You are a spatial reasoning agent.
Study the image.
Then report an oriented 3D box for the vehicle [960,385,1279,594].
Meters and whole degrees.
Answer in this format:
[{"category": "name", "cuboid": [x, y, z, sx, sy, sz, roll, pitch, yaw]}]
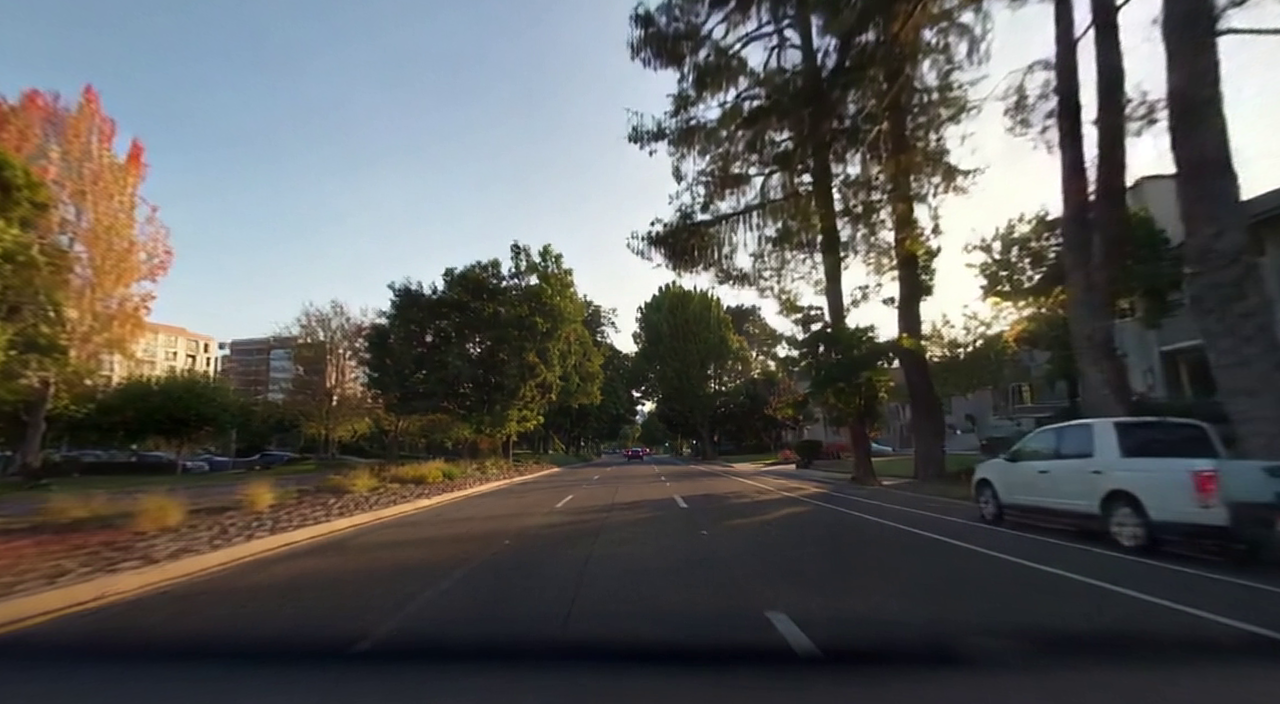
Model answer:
[{"category": "vehicle", "cuboid": [7.149, 1.799, 9.038, 2.278, 2.069, 5.393, 0, -9, 0]}]
